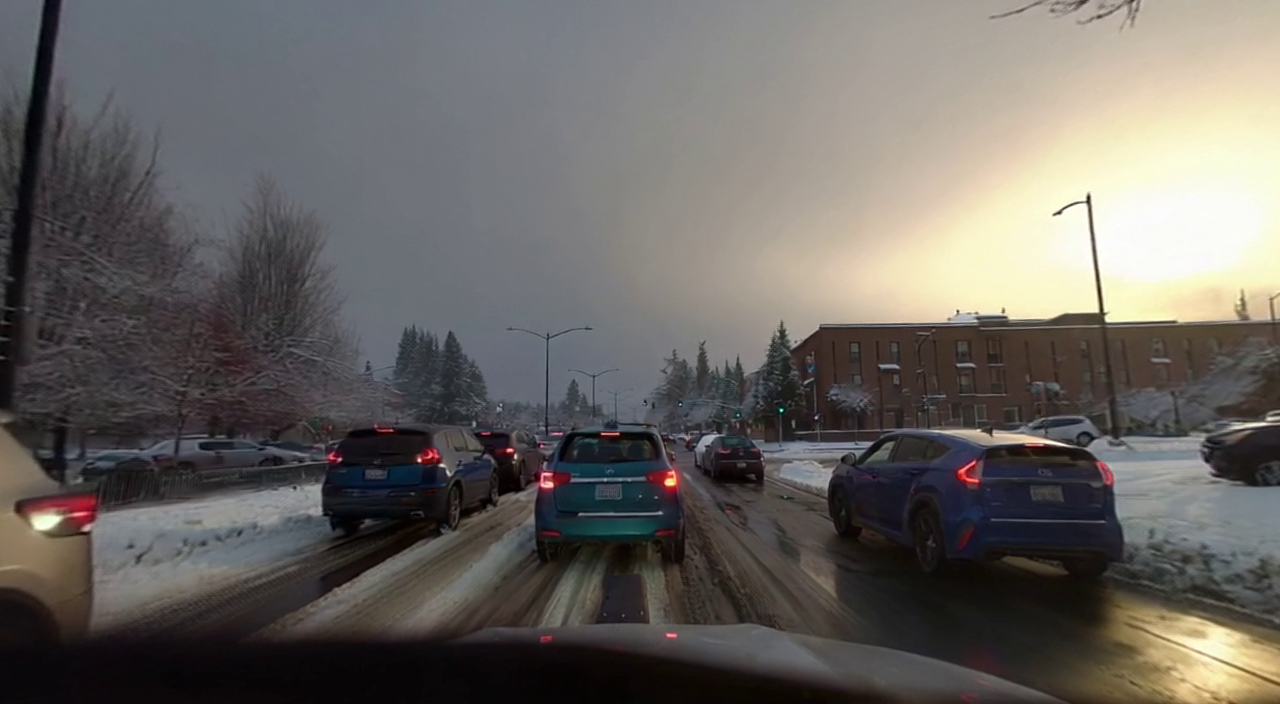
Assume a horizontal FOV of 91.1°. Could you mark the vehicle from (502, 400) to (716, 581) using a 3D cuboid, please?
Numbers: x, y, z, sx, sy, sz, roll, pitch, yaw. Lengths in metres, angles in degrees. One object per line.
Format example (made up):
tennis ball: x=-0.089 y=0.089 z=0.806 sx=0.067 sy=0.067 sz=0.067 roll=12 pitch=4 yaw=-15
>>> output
vehicle: x=-0.243 y=1.615 z=8.085 sx=2.022 sy=1.700 sz=4.084 roll=0 pitch=-8 yaw=1

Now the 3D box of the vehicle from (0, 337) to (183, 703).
vehicle: x=-3.455 y=0.612 z=1.036 sx=2.047 sy=1.710 sz=4.314 roll=0 pitch=-8 yaw=1

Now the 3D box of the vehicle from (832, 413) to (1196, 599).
vehicle: x=3.770 y=1.592 z=7.312 sx=1.847 sy=1.554 sz=3.885 roll=0 pitch=-8 yaw=1

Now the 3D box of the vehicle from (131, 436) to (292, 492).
vehicle: x=-15.242 y=3.987 z=22.830 sx=1.972 sy=1.759 sz=5.347 roll=0 pitch=-8 yaw=1

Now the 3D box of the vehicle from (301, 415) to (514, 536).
vehicle: x=-3.744 y=2.076 z=11.132 sx=2.012 sy=1.701 sz=4.316 roll=0 pitch=-8 yaw=1

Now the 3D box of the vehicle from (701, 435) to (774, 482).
vehicle: x=3.330 y=3.731 z=22.232 sx=1.948 sy=1.475 sz=4.093 roll=0 pitch=-8 yaw=0
